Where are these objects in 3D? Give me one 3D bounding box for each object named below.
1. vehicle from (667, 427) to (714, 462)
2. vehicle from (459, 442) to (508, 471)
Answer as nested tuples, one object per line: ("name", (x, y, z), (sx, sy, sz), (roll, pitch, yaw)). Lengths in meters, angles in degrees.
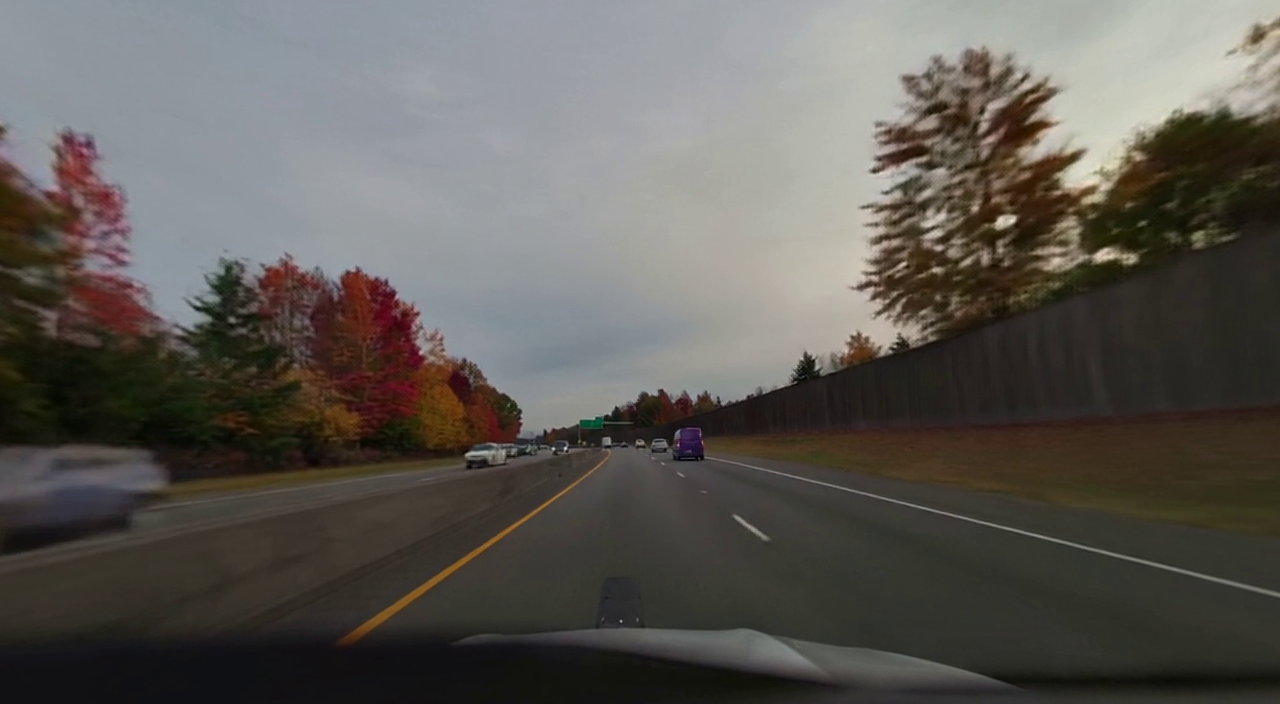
("vehicle", (3.105, 5.835, 39.893), (2.393, 2.072, 4.958), (1, -8, -2))
("vehicle", (-8.802, 5.894, 35.781), (1.784, 1.501, 3.916), (0, -8, -1))
